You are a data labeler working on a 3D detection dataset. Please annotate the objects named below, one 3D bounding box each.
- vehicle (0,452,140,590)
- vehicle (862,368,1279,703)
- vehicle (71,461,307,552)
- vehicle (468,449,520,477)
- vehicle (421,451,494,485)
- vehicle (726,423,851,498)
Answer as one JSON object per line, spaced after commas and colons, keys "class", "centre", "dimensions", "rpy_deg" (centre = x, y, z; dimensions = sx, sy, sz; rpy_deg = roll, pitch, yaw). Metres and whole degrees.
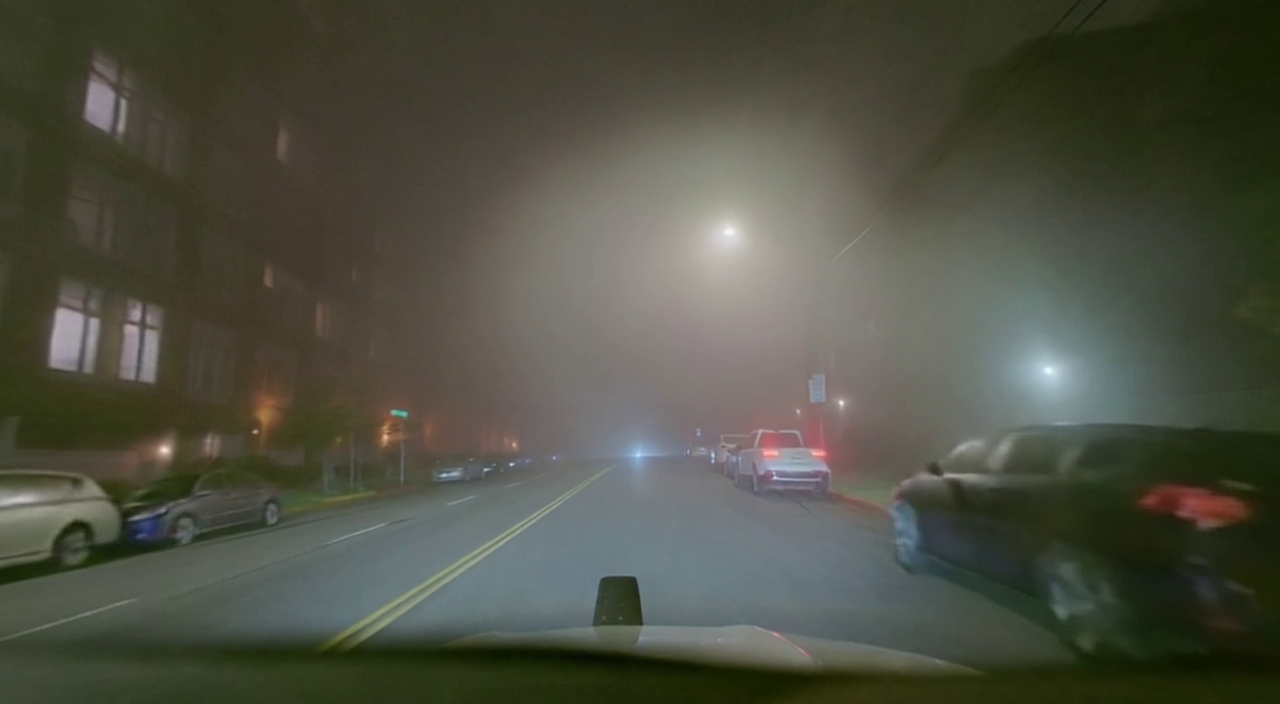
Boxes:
{"class": "vehicle", "centre": [-9.365, 2.223, 8.207], "dimensions": [2.061, 1.748, 4.316], "rpy_deg": [-1, -8, 2]}
{"class": "vehicle", "centre": [3.714, 1.219, 5.074], "dimensions": [2.089, 1.638, 4.628], "rpy_deg": [0, -8, -1]}
{"class": "vehicle", "centre": [-9.185, 3.119, 13.452], "dimensions": [1.818, 1.469, 4.349], "rpy_deg": [0, -8, 0]}
{"class": "vehicle", "centre": [-8.705, 6.639, 38.057], "dimensions": [1.948, 1.508, 4.656], "rpy_deg": [-1, -8, 2]}
{"class": "vehicle", "centre": [-8.923, 5.680, 31.302], "dimensions": [2.208, 1.508, 4.590], "rpy_deg": [0, -8, 0]}
{"class": "vehicle", "centre": [3.848, 2.921, 17.447], "dimensions": [2.225, 1.759, 4.817], "rpy_deg": [0, -8, -1]}
